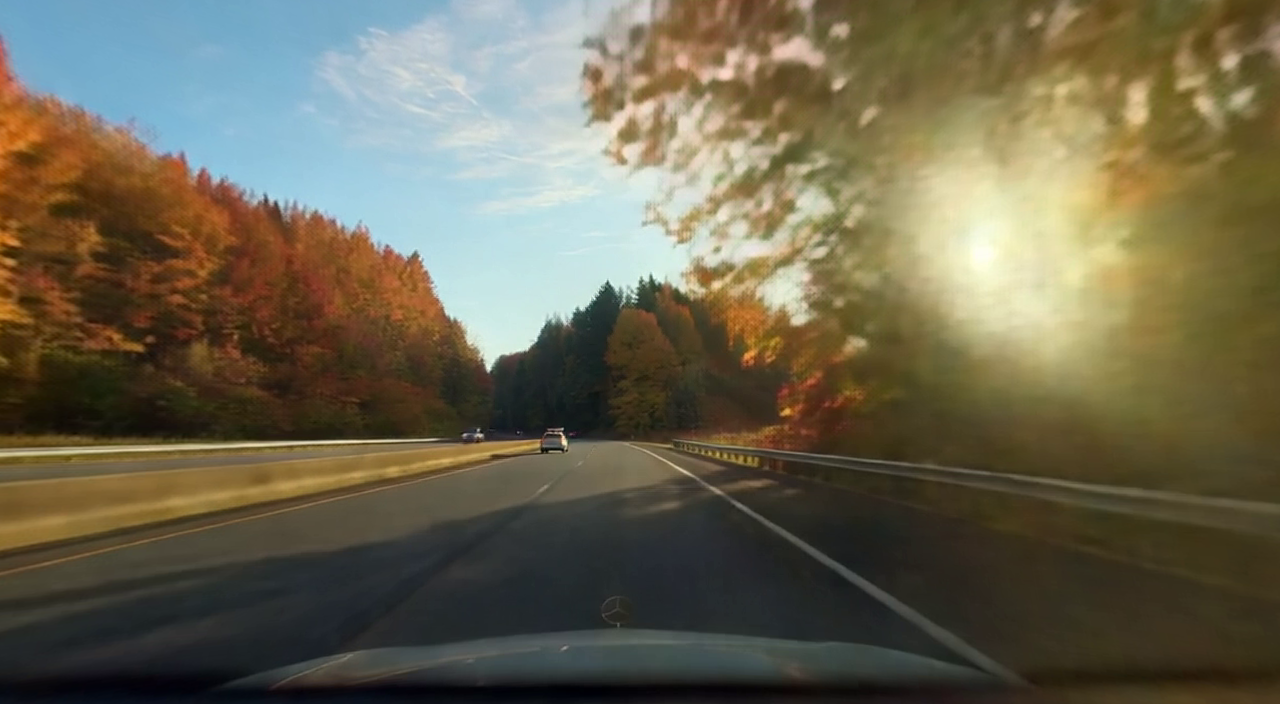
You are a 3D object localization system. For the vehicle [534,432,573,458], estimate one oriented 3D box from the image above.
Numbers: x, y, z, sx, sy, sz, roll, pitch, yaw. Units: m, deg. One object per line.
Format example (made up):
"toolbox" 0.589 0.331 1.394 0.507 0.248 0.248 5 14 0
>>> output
"vehicle" -5.461 5.937 40.189 2.073 1.559 4.393 0 -8 -2
